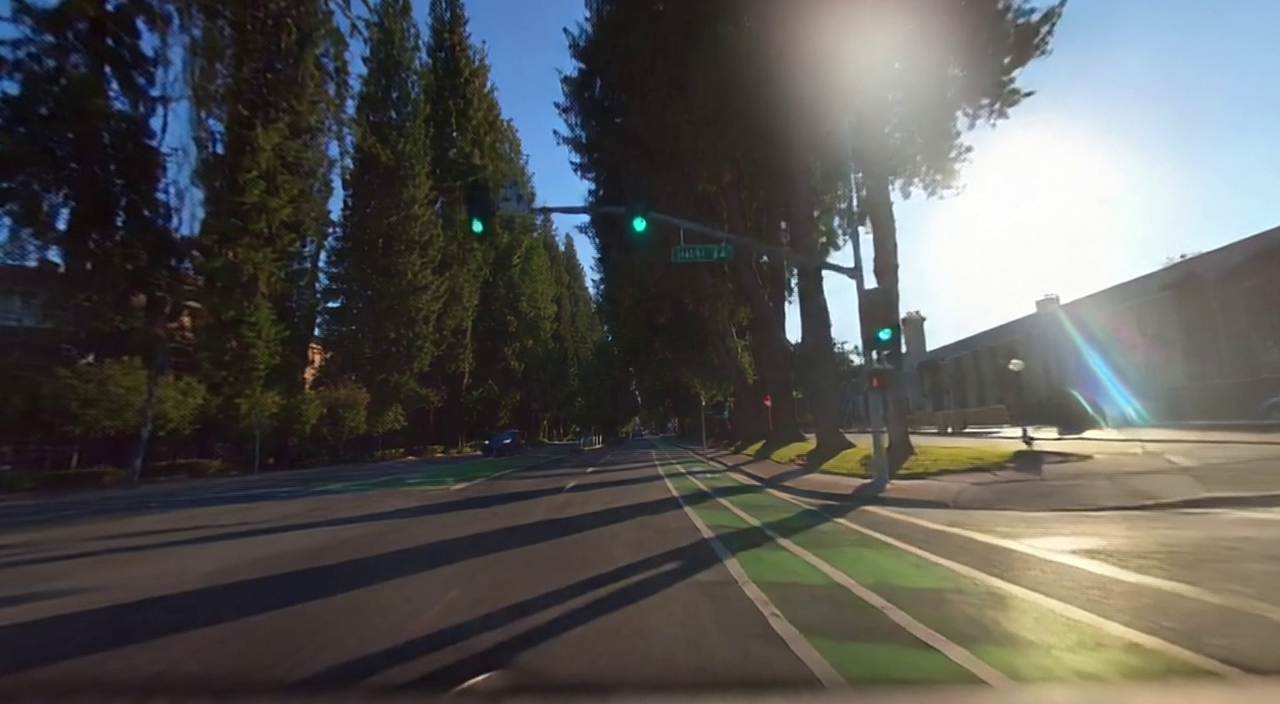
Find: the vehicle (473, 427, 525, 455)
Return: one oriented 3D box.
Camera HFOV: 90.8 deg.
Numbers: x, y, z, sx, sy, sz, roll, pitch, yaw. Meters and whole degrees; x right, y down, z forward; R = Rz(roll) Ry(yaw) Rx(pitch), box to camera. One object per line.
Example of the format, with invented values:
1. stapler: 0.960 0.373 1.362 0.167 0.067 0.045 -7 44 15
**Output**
1. vehicle: -9.529 6.091 43.104 2.248 1.761 4.918 0 -8 2
